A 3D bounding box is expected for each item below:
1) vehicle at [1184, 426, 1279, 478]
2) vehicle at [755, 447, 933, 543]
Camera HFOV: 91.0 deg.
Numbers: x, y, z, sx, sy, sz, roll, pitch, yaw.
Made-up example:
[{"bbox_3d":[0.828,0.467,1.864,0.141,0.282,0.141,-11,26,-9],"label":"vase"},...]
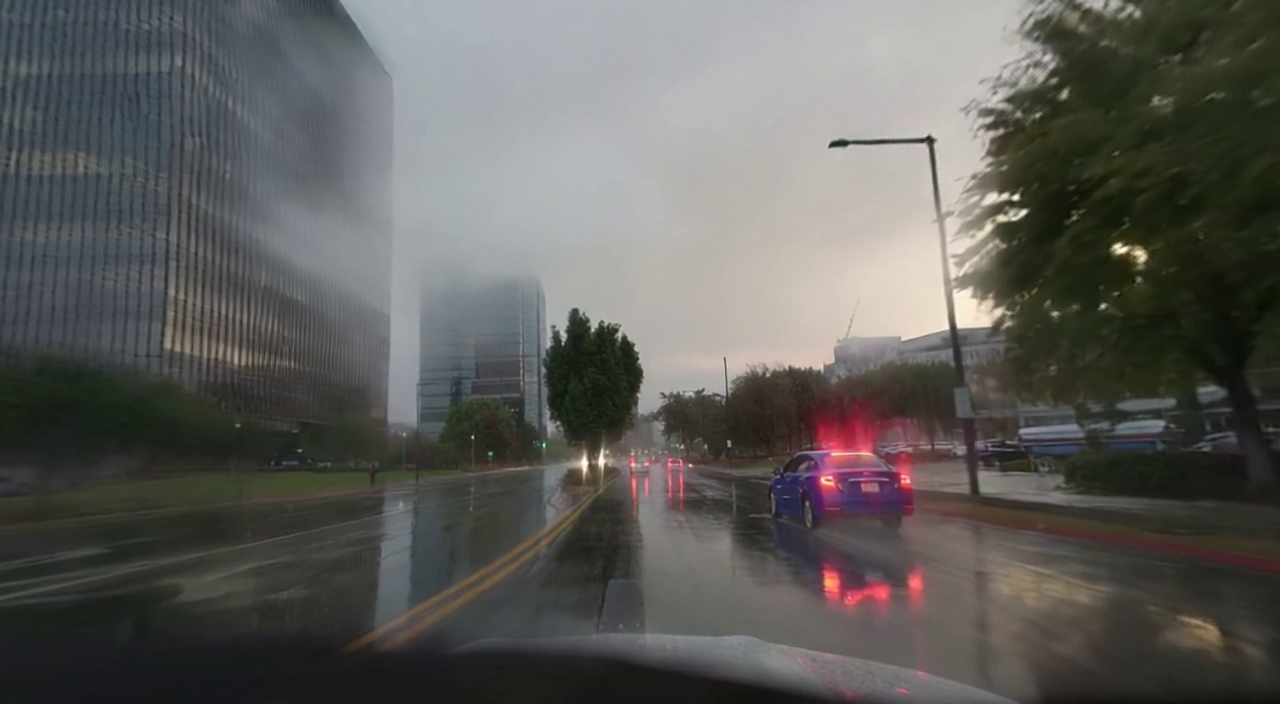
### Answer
[{"bbox_3d":[20.540,3.220,20.291,4.373,1.580,1.729,0,-9,-2],"label":"vehicle"},{"bbox_3d":[3.646,2.610,12.185,1.993,1.501,4.127,0,-9,-1],"label":"vehicle"}]
